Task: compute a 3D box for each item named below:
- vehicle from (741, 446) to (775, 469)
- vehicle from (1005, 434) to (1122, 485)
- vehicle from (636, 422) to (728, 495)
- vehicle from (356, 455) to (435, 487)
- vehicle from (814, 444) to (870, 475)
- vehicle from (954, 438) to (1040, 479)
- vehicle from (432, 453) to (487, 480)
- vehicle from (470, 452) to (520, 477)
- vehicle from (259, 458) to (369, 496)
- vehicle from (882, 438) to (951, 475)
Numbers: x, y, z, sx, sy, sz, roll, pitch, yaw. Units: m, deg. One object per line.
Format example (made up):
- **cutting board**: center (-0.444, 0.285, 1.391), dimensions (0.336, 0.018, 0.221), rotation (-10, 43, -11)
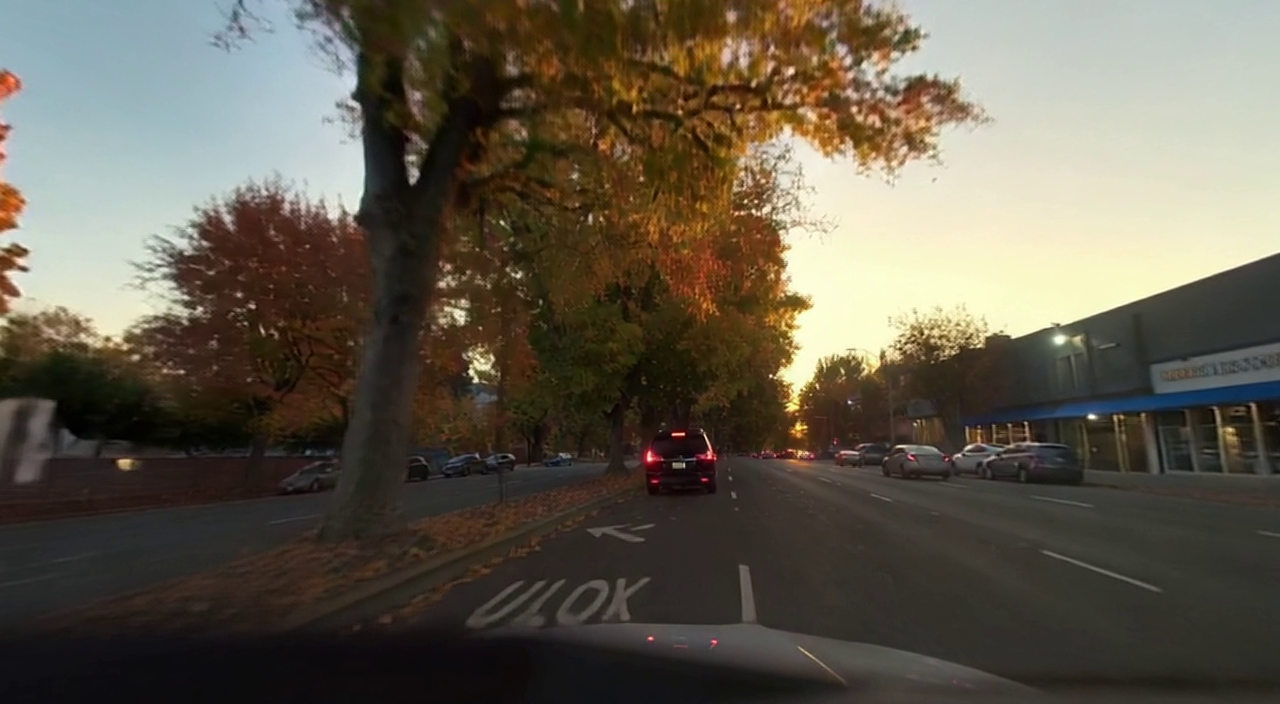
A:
- **vehicle**: center (8.915, 7.961, 47.859), dimensions (2.249, 1.621, 3.978), rotation (-1, -8, 7)
- **vehicle**: center (16.019, 4.078, 24.162), dimensions (2.076, 1.759, 3.970), rotation (-1, -8, 8)
- **vehicle**: center (1.404, 3.137, 18.914), dimensions (2.344, 1.863, 4.665), rotation (-1, -8, 8)
- **vehicle**: center (-12.521, 6.113, 32.621), dimensions (1.877, 1.445, 4.436), rotation (-1, -8, 7)
- **vehicle**: center (10.256, 5.442, 32.319), dimensions (1.886, 1.464, 4.290), rotation (-1, -8, 7)
- **vehicle**: center (16.651, 4.944, 29.684), dimensions (1.938, 1.755, 4.415), rotation (-1, -8, 8)
- **vehicle**: center (-11.520, 7.336, 40.533), dimensions (1.947, 1.558, 4.065), rotation (-1, -8, 6)
- **vehicle**: center (-10.541, 8.202, 46.172), dimensions (1.921, 1.621, 4.930), rotation (-1, -8, 7)
- **vehicle**: center (-13.542, 5.186, 26.513), dimensions (1.797, 1.351, 4.300), rotation (-2, -8, 9)
- **vehicle**: center (14.094, 5.331, 32.416), dimensions (2.040, 1.738, 4.414), rotation (-1, -8, 7)
